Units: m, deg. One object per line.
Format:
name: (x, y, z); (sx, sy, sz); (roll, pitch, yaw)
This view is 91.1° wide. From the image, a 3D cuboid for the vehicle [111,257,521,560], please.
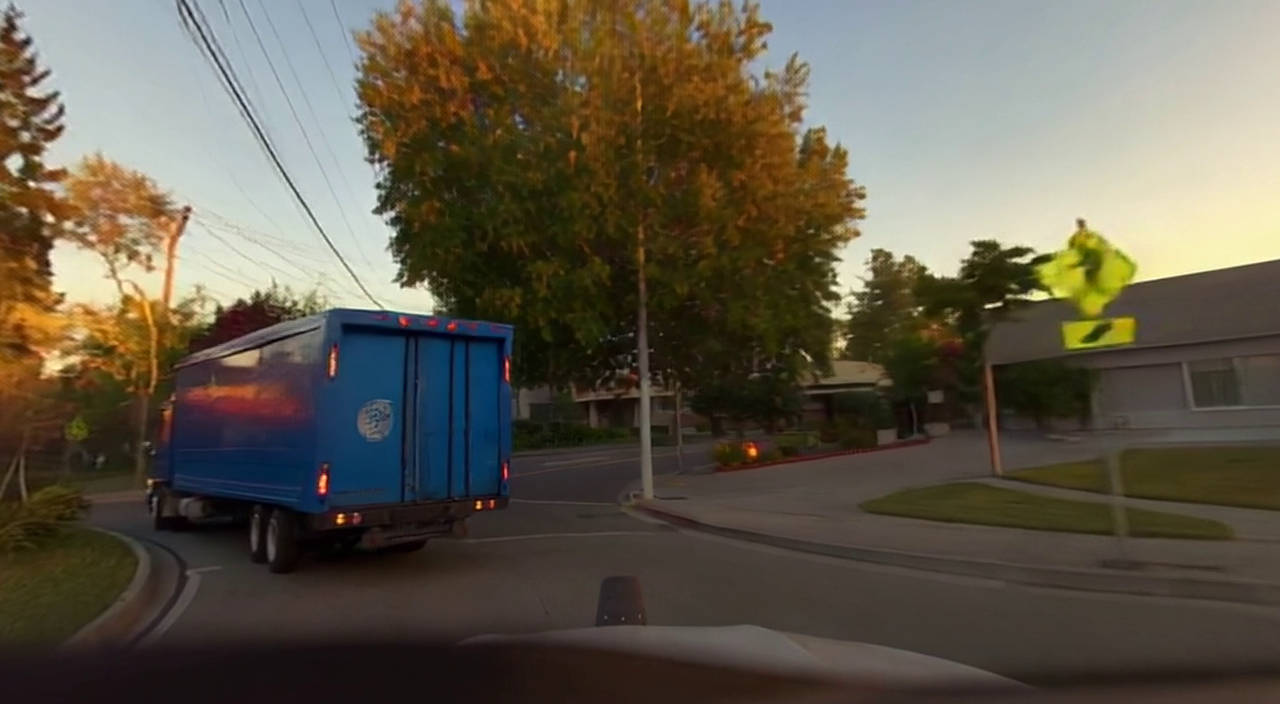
vehicle: (-6.334, 1.162, 11.103); (9.680, 3.326, 2.838); (-7, -10, 40)
